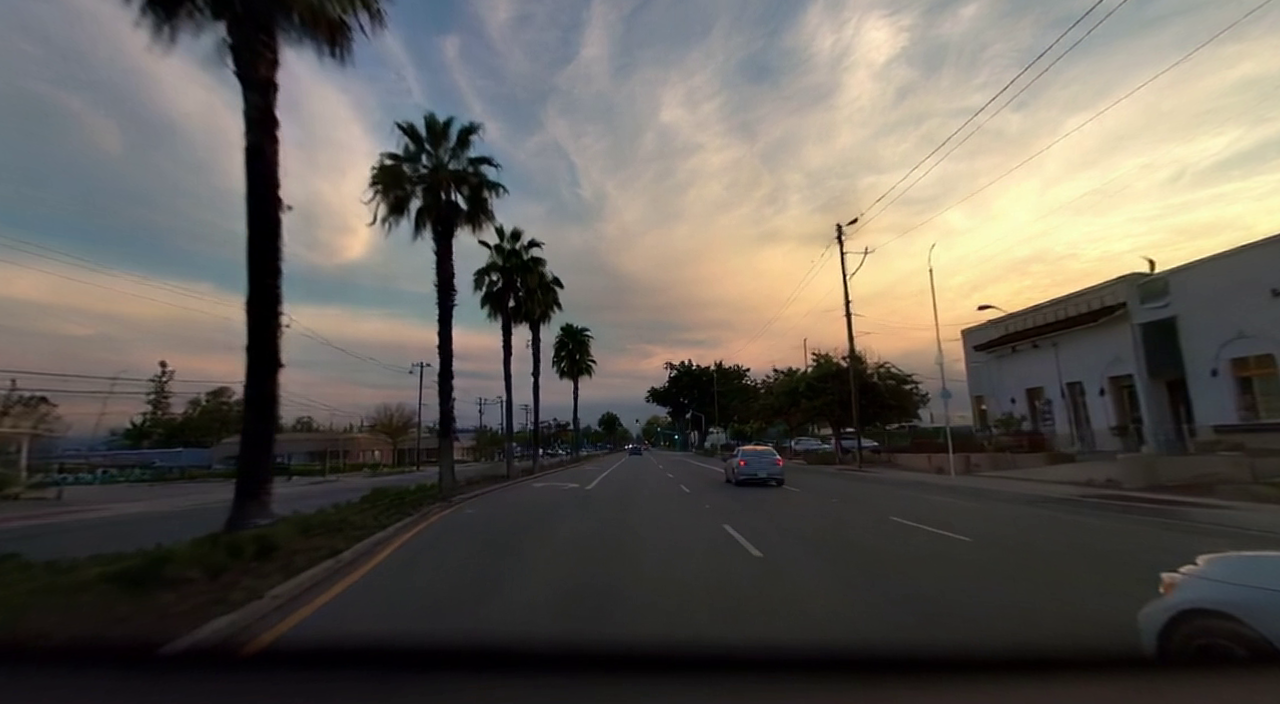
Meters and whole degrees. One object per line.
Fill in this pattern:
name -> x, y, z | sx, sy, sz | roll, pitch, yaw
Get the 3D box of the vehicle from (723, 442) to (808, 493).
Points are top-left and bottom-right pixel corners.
vehicle -> 4.038, 3.813, 21.211 | 1.989, 1.492, 4.689 | 0, -9, 1

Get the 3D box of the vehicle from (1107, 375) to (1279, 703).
vehicle -> 3.196, 0.602, 0.458 | 2.065, 1.539, 4.727 | 0, -9, 0
